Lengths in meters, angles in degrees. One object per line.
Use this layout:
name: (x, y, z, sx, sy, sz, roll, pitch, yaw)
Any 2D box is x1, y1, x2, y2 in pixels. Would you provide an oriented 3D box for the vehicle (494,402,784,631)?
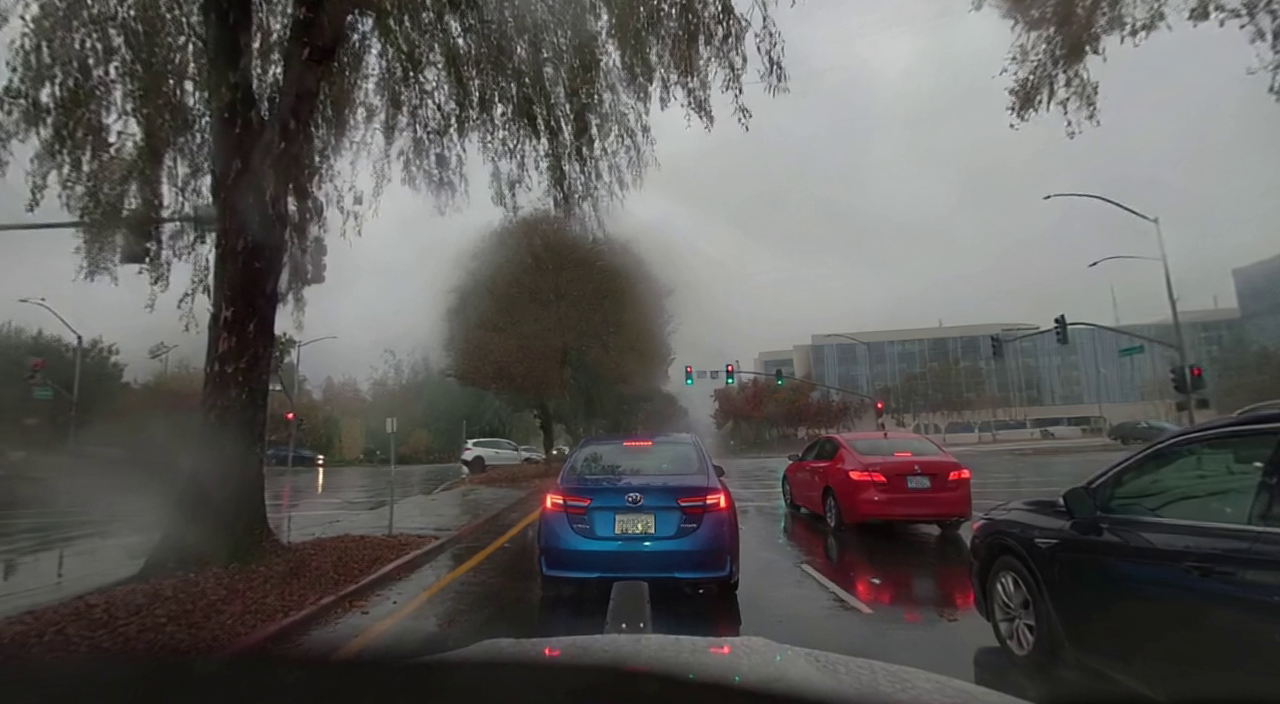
vehicle: (-0.020, 1.470, 6.506, 2.074, 1.631, 3.793, 0, -9, 0)

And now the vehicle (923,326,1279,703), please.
vehicle: (3.718, 0.937, 3.422, 2.162, 1.829, 4.519, 0, -9, -1)

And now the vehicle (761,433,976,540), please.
vehicle: (3.689, 2.258, 11.299, 2.054, 1.482, 4.654, 0, -9, -1)
